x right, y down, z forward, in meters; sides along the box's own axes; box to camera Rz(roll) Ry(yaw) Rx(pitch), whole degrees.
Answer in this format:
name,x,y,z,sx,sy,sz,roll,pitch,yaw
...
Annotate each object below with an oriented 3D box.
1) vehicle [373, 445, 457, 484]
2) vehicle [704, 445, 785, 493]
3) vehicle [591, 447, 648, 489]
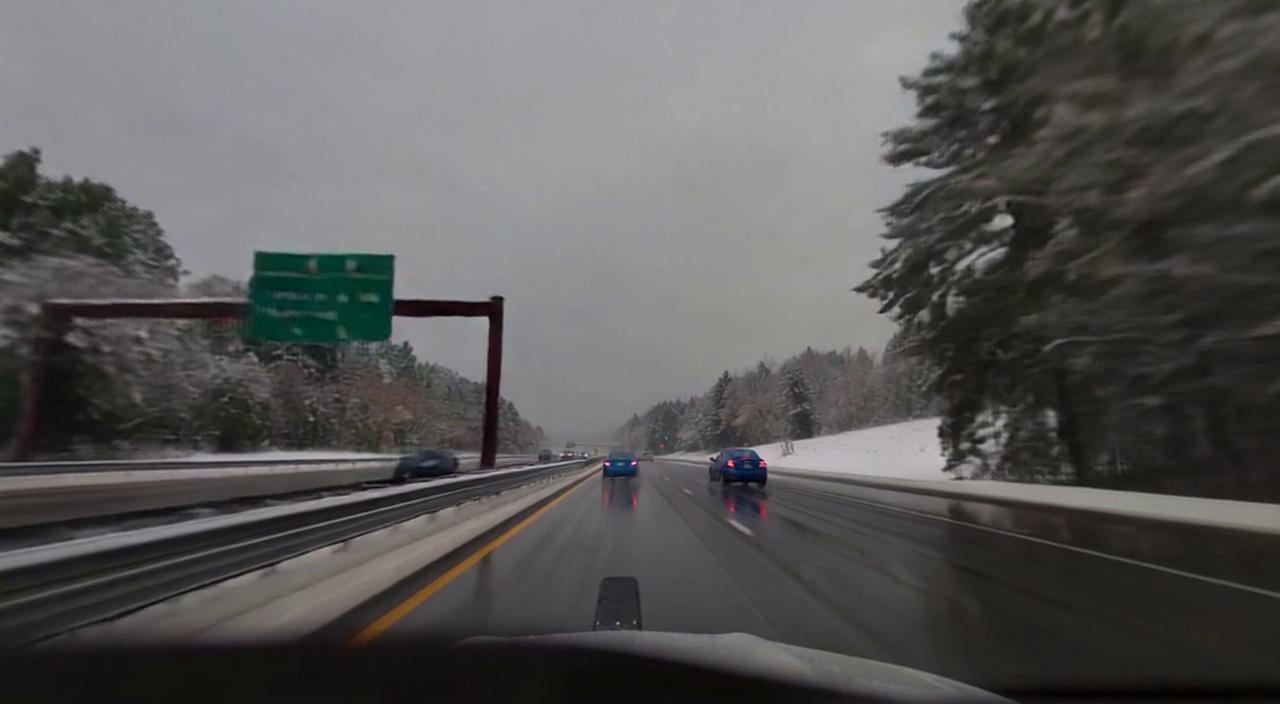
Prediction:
name,x,y,z,sx,sy,sz,roll,pitch,yaw
vehicle,-9.470,4.766,26.806,1.978,1.510,4.472,0,-9,-1
vehicle,3.773,4.323,23.437,2.300,1.595,4.144,-1,-9,0
vehicle,-0.788,4.686,25.594,2.128,1.516,4.410,0,-9,0
